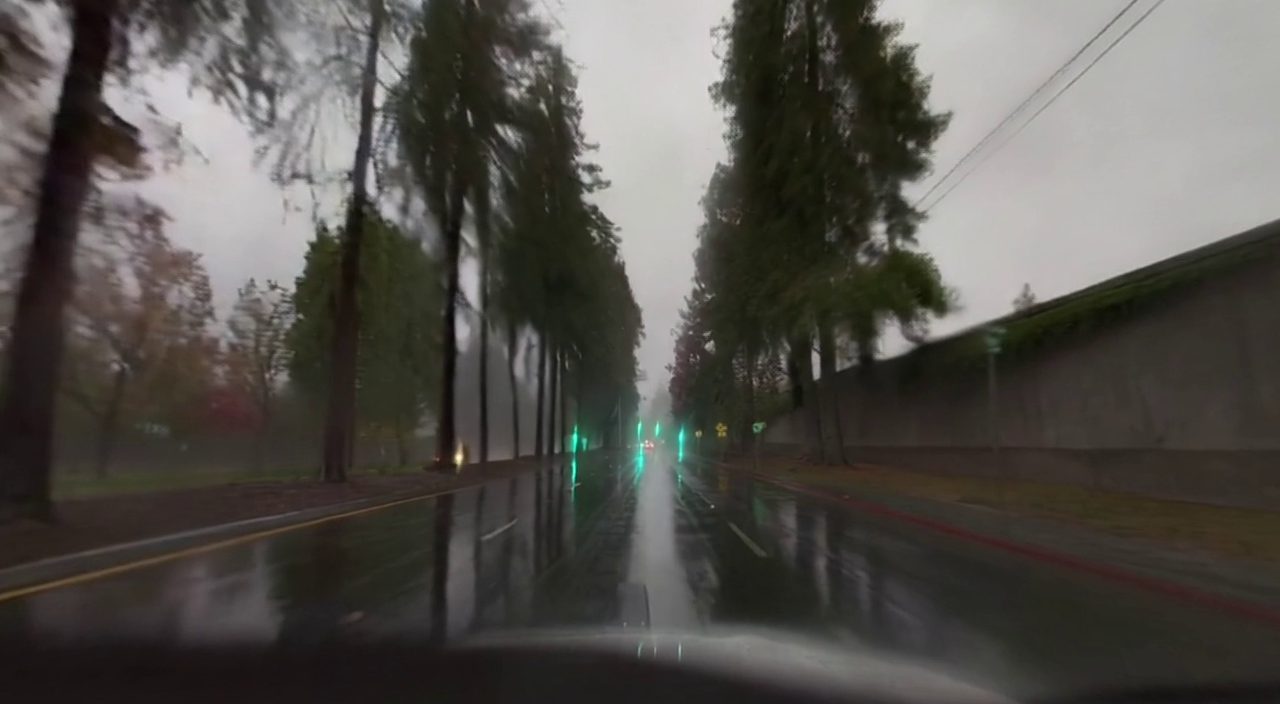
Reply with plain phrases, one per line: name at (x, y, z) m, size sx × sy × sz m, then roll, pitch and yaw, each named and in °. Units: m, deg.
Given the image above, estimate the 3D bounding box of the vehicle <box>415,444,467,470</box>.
vehicle at (-14.639, 7.709, 46.655) m, size 2.126 × 1.796 × 4.749 m, roll 0°, pitch -8°, yaw 1°
